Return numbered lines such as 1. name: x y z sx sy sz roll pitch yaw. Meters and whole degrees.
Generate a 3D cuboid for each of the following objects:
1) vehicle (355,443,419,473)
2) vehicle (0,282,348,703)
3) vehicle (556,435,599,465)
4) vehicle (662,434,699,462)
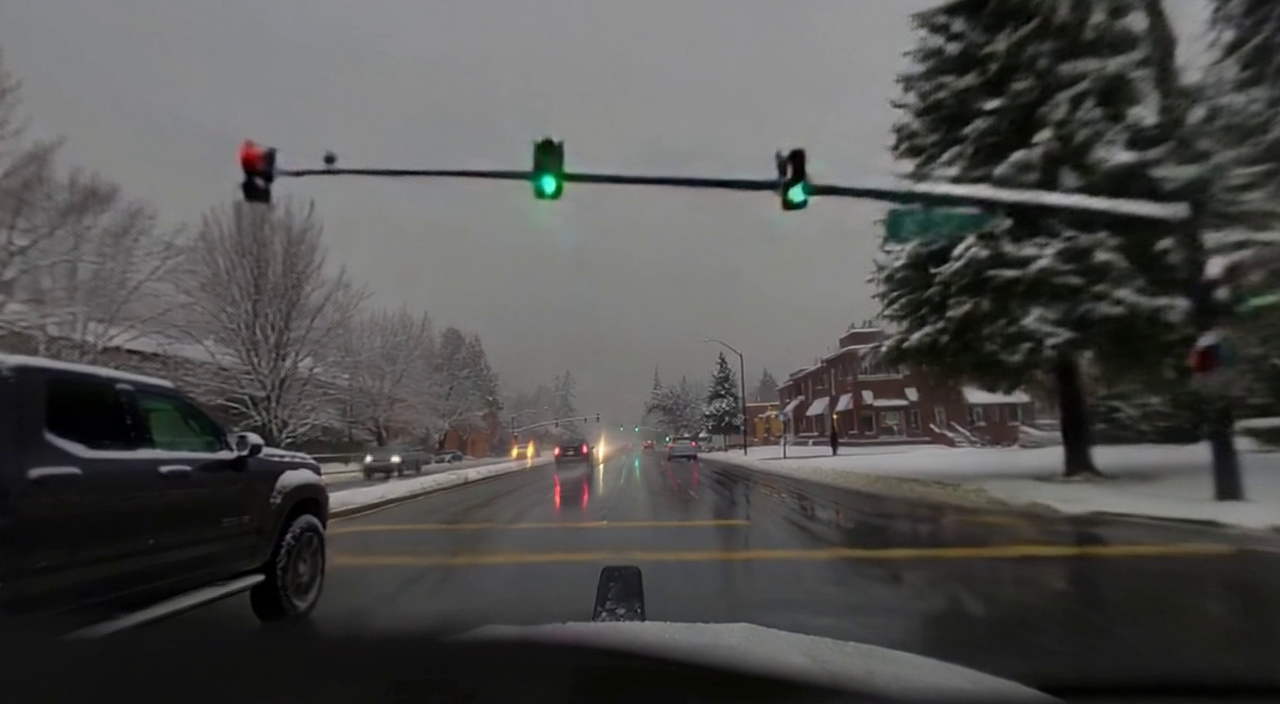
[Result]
1. vehicle: -15.509 6.503 39.014 2.031 1.702 4.612 0 -8 0
2. vehicle: -3.685 0.767 2.834 2.225 1.984 5.168 0 -8 1
3. vehicle: -3.693 5.869 37.939 2.083 1.685 4.069 0 -8 1
4. vehicle: 2.617 6.302 41.492 2.018 1.719 4.369 0 -8 -1
